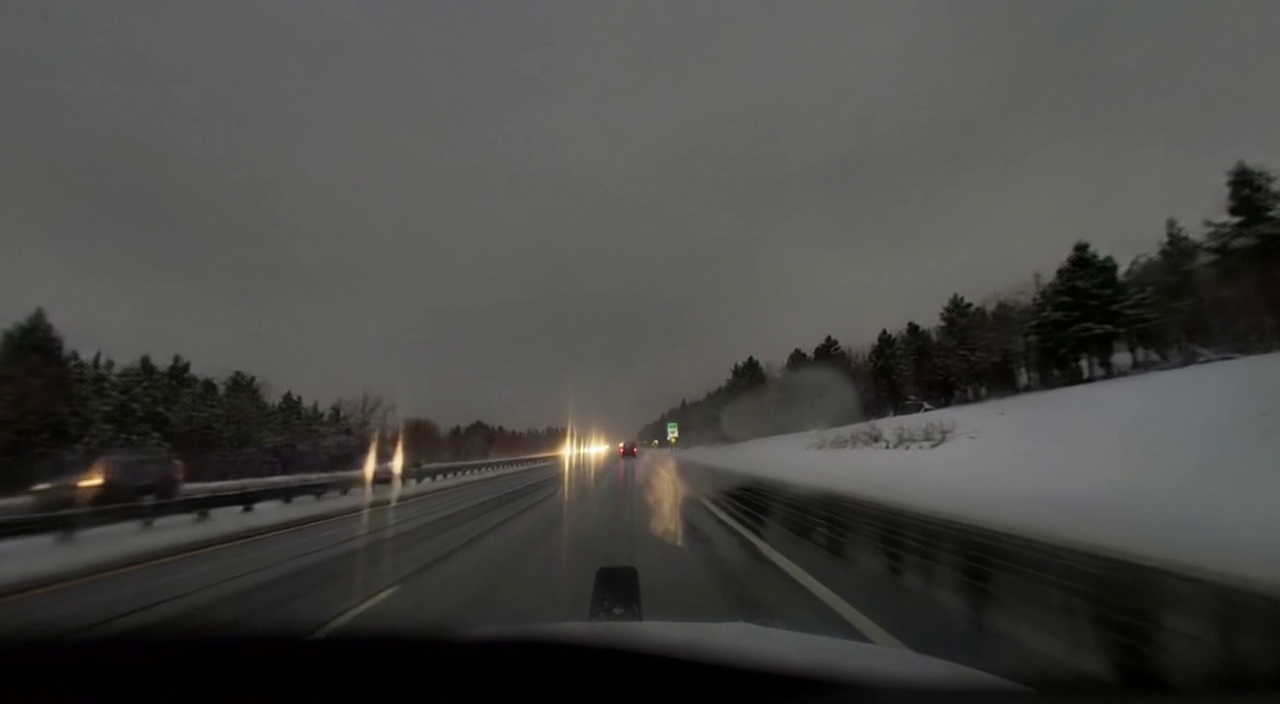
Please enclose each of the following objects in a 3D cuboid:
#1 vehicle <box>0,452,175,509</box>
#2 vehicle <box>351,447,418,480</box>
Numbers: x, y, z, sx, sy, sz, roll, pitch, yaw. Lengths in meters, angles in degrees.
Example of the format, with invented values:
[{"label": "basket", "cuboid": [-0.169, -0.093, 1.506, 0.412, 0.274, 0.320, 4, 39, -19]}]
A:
[{"label": "vehicle", "cuboid": [-17.474, 4.028, 20.150, 1.888, 1.579, 4.230, 0, -9, -3]}, {"label": "vehicle", "cuboid": [-12.959, 5.659, 32.032, 1.882, 1.550, 4.112, 0, -9, -4]}]
